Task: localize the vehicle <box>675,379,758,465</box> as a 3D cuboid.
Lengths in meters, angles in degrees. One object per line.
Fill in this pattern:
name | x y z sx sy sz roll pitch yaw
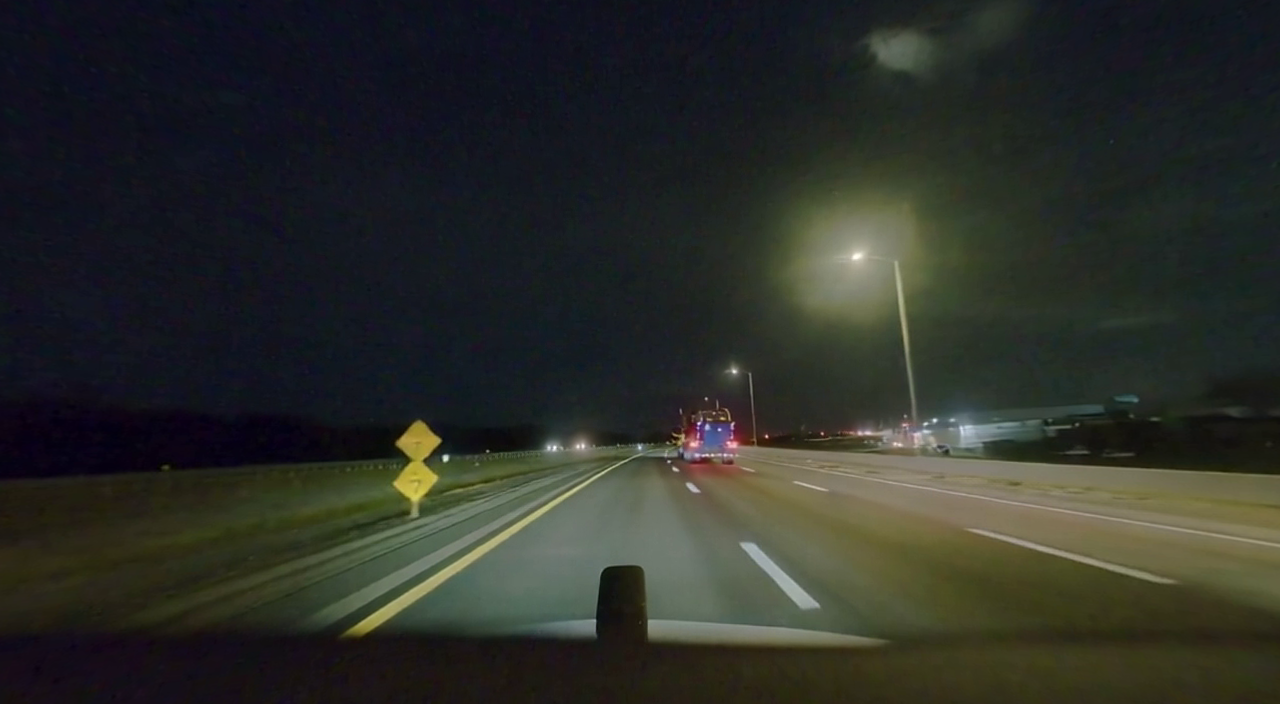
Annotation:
vehicle | 3.746 3.731 32.721 3.279 3.956 6.541 0 -8 -1
